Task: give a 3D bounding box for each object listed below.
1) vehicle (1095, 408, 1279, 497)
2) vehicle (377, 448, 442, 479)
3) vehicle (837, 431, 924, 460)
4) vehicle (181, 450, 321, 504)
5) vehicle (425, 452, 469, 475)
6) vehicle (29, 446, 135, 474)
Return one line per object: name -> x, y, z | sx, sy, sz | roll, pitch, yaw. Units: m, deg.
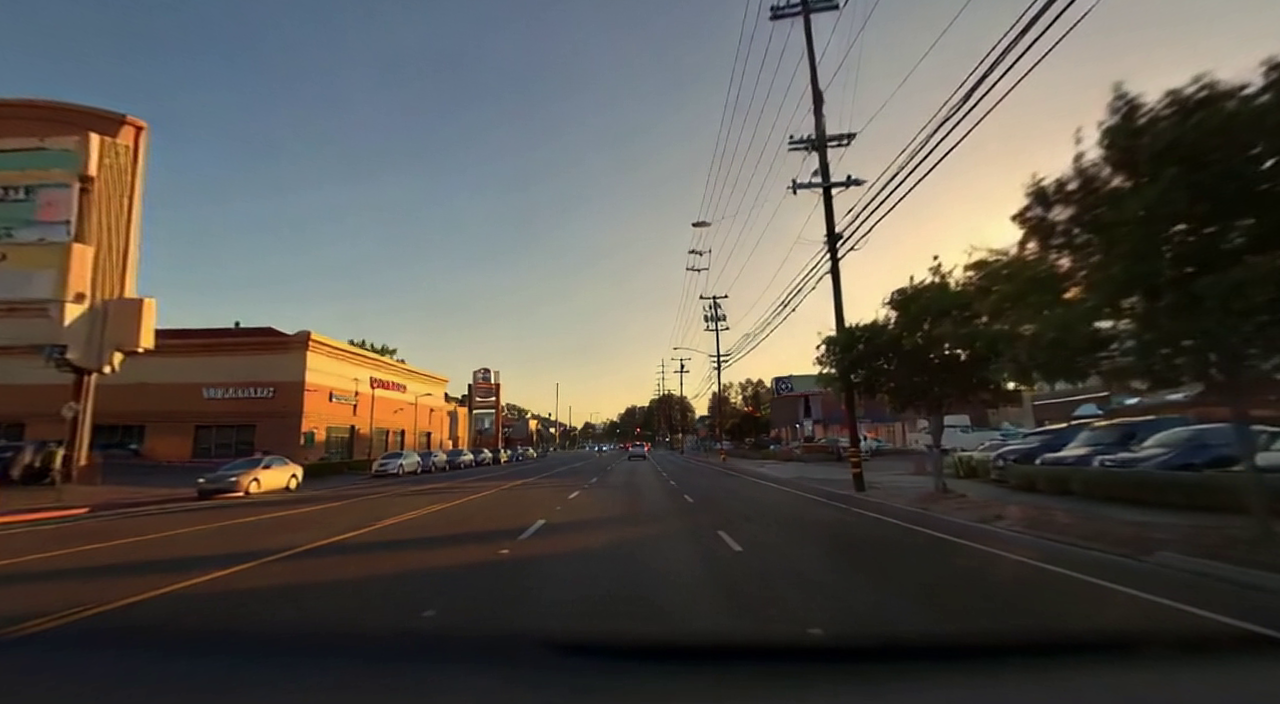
vehicle -> 13.319, 2.208, 14.018 | 4.758, 1.811, 2.036 | 0, -9, 0
vehicle -> -13.776, 6.668, 38.086 | 2.014, 1.523, 5.092 | -3, -8, 1
vehicle -> 15.336, 5.981, 40.492 | 4.667, 1.775, 2.199 | 0, -9, -1
vehicle -> -13.678, 4.360, 22.671 | 1.955, 1.549, 5.009 | -2, -8, -1
vehicle -> -13.646, 7.886, 44.885 | 1.791, 1.377, 4.807 | -2, -8, -1
vehicle -> -37.544, 7.269, 42.684 | 4.800, 1.776, 2.060 | 4, -10, -25
